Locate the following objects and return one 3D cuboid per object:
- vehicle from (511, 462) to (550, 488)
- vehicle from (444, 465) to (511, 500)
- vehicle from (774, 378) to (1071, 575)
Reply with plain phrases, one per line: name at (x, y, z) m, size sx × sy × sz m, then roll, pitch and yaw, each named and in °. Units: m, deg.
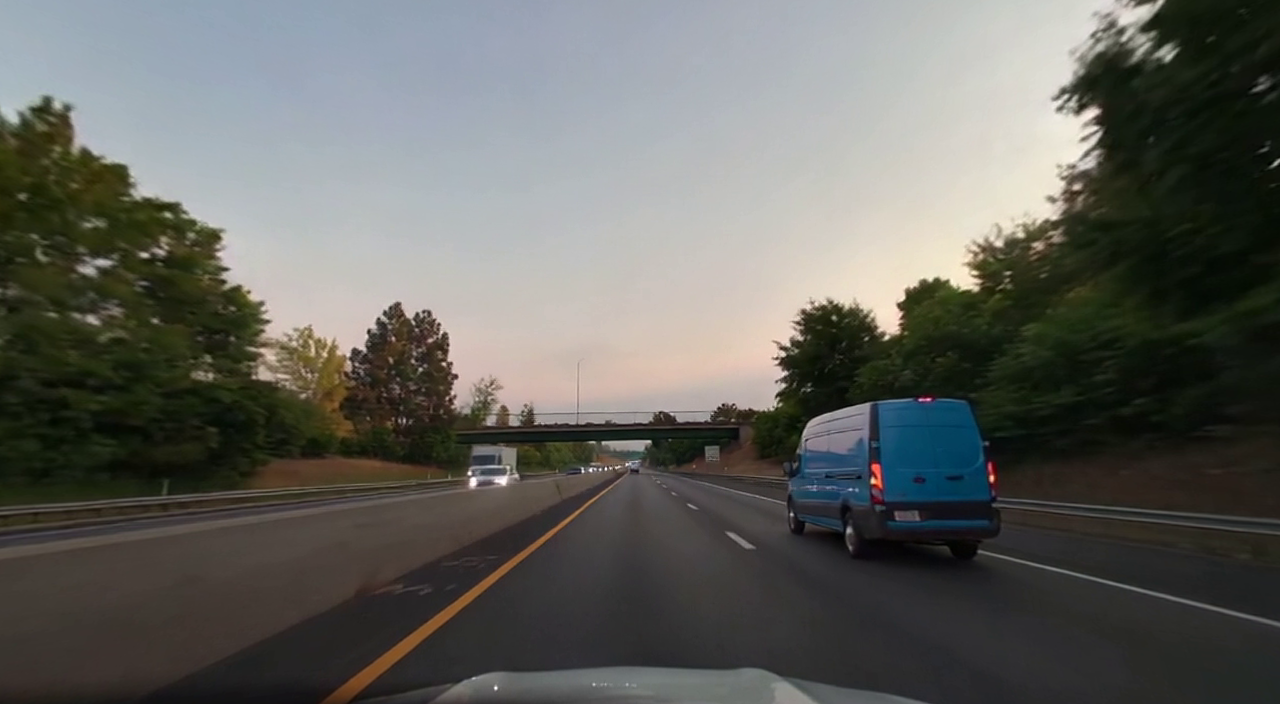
vehicle at (-7.745, 8.767, 44.936) m, size 1.933 × 1.723 × 4.614 m, roll 1°, pitch -10°, yaw 0°
vehicle at (-7.571, 6.135, 29.747) m, size 1.907 × 1.494 × 4.554 m, roll 1°, pitch -10°, yaw 0°
vehicle at (4.502, 2.270, 11.861) m, size 2.372 × 2.581 × 6.763 m, roll 1°, pitch -10°, yaw -1°
